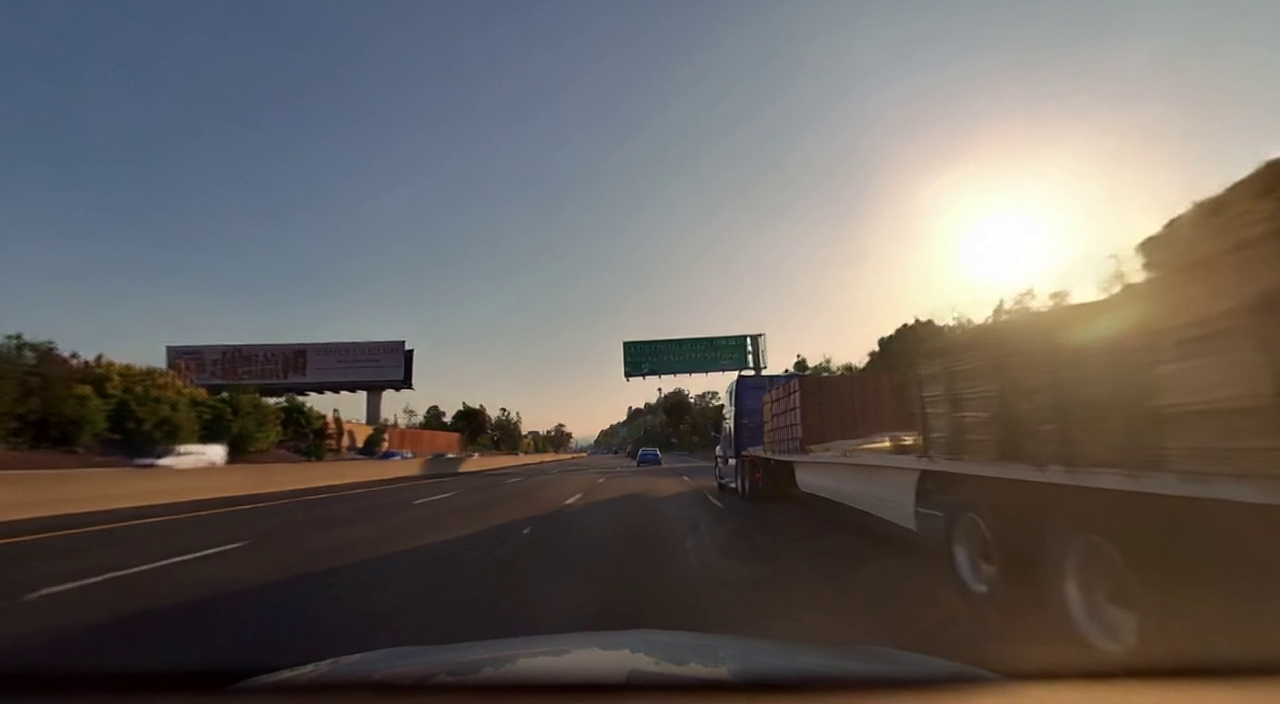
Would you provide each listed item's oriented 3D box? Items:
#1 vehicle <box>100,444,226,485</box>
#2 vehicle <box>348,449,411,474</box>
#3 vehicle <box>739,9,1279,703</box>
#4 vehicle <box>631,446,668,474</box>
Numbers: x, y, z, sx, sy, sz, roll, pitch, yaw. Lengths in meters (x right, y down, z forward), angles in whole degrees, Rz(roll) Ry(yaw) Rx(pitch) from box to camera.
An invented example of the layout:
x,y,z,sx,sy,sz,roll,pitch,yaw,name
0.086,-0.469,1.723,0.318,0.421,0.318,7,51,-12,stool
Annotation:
x,y,z,sx,sy,sz,roll,pitch,yaw,name
-25.446,5.987,34.044,2.168,1.955,5.931,0,-8,0,vehicle
-17.350,7.301,42.301,1.948,1.538,5.039,0,-8,1,vehicle
4.412,1.195,10.171,2.917,3.179,18.723,0,-9,1,vehicle
0.534,6.390,37.554,2.042,1.528,4.300,0,-8,0,vehicle
